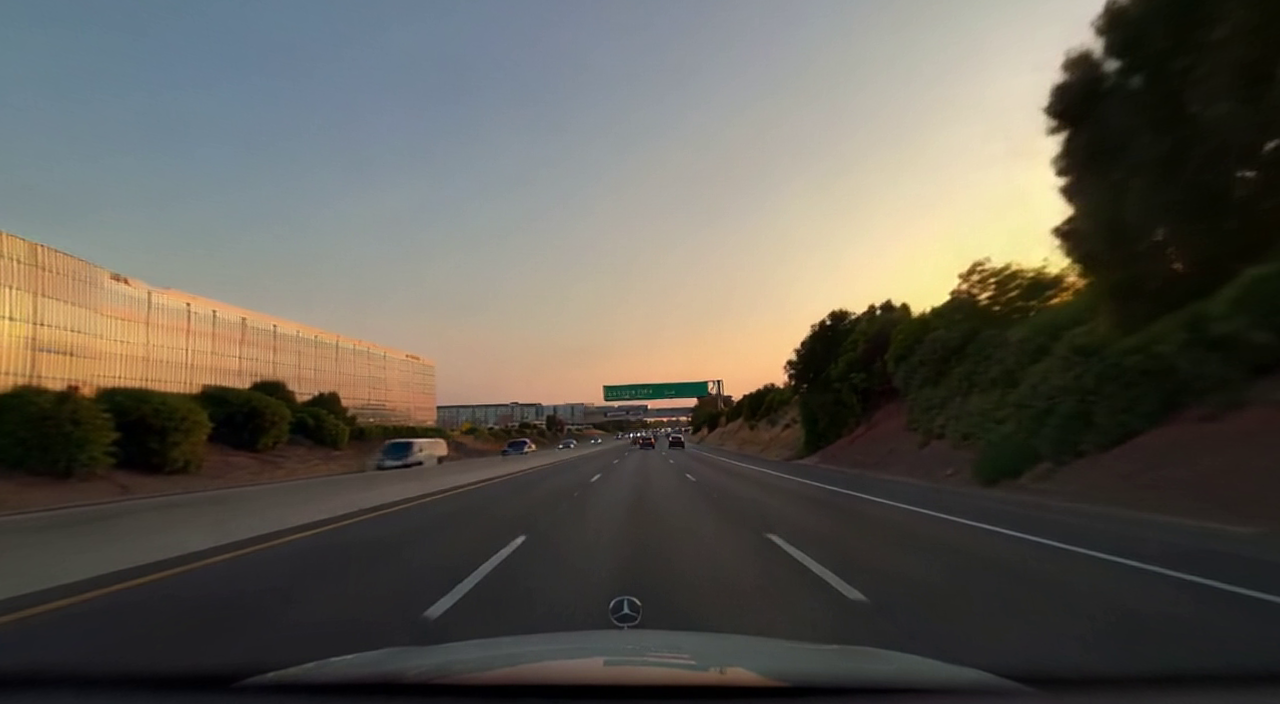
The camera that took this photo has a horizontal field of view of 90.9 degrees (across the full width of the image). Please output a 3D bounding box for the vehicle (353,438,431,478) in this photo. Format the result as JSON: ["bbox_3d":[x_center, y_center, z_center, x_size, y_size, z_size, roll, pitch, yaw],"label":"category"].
[{"bbox_3d":[-12.459,5.332,32.041,2.062,1.854,4.799,0,-8,-1],"label":"vehicle"}]
